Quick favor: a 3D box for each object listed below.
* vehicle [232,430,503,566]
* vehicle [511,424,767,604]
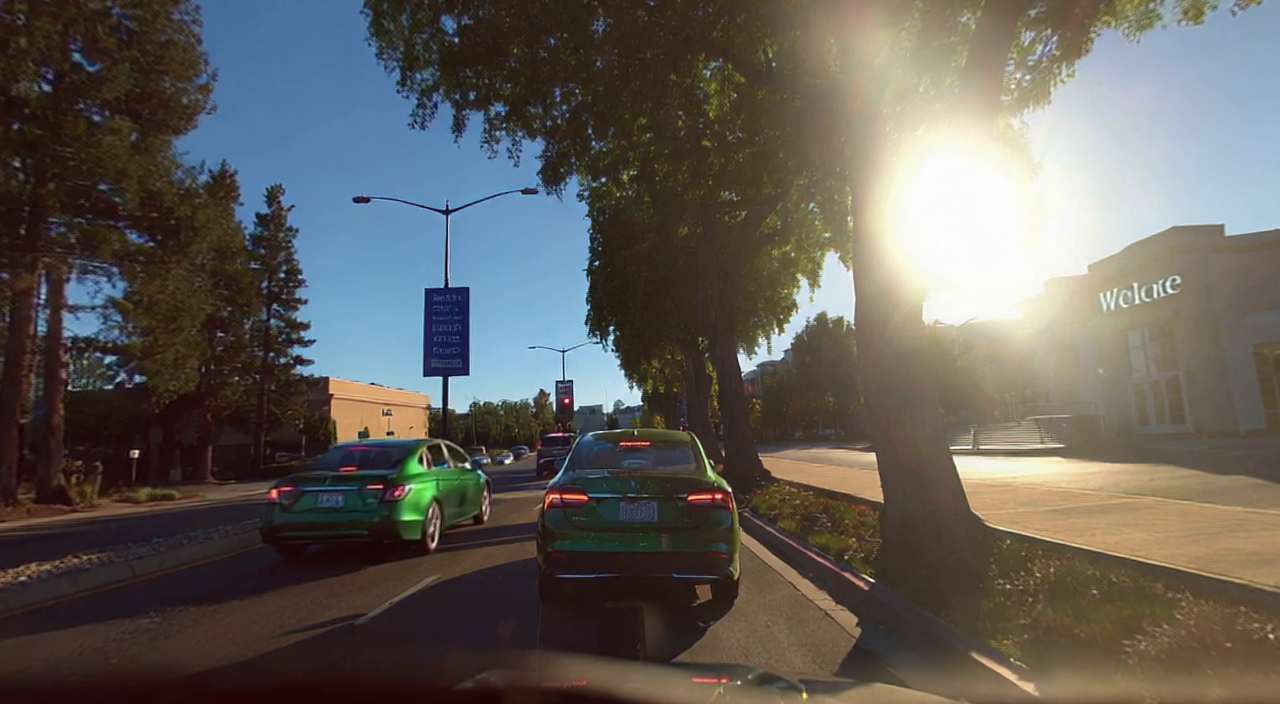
[{"bbox_3d":[-3.504,1.950,9.265,1.961,1.487,4.453,0,-8,0],"label":"vehicle"},{"bbox_3d":[-0.061,1.641,7.308,2.126,1.475,3.967,0,-8,-2],"label":"vehicle"}]
